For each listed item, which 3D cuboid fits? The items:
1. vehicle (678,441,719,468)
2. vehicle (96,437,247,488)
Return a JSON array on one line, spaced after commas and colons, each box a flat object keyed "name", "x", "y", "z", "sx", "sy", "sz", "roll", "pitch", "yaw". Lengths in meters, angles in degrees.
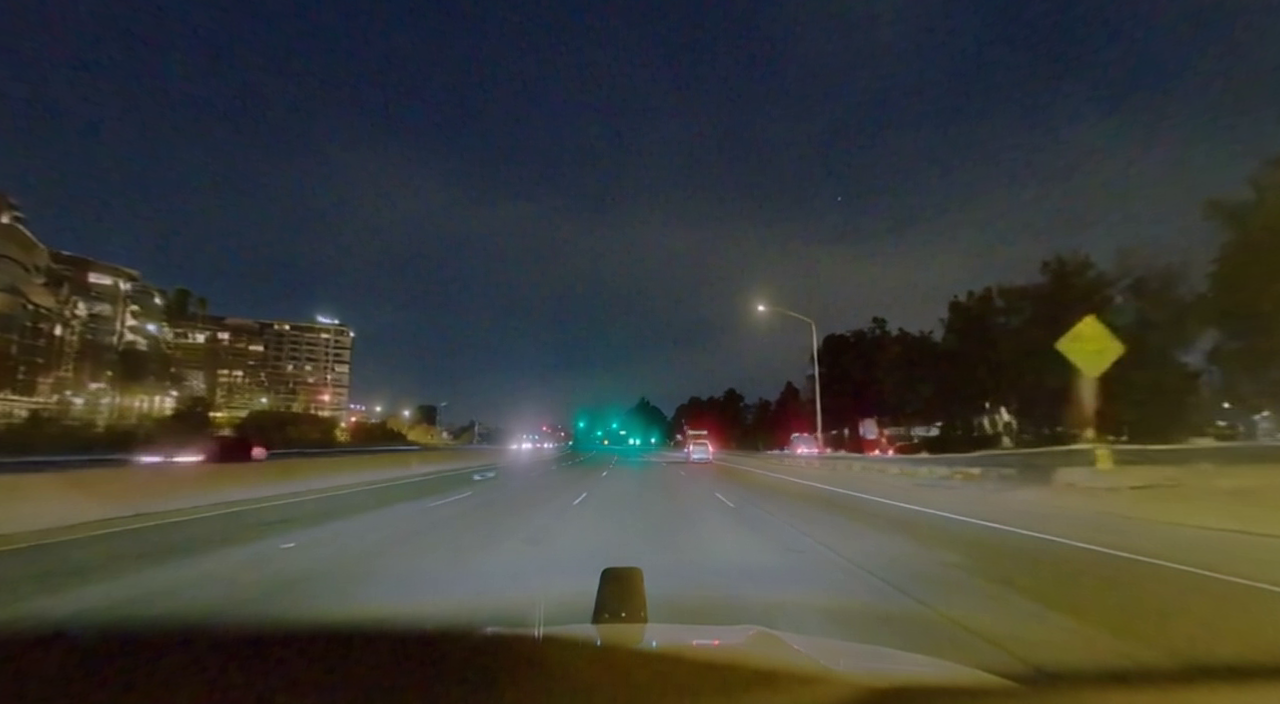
[{"name": "vehicle", "x": 3.484, "y": 6.189, "z": 38.242, "sx": 1.926, "sy": 1.477, "sz": 4.025, "roll": 0, "pitch": -9, "yaw": -2}, {"name": "vehicle", "x": -16.576, "y": 3.909, "z": 22.685, "sx": 1.986, "sy": 1.618, "sz": 4.467, "roll": 0, "pitch": -9, "yaw": 0}]
